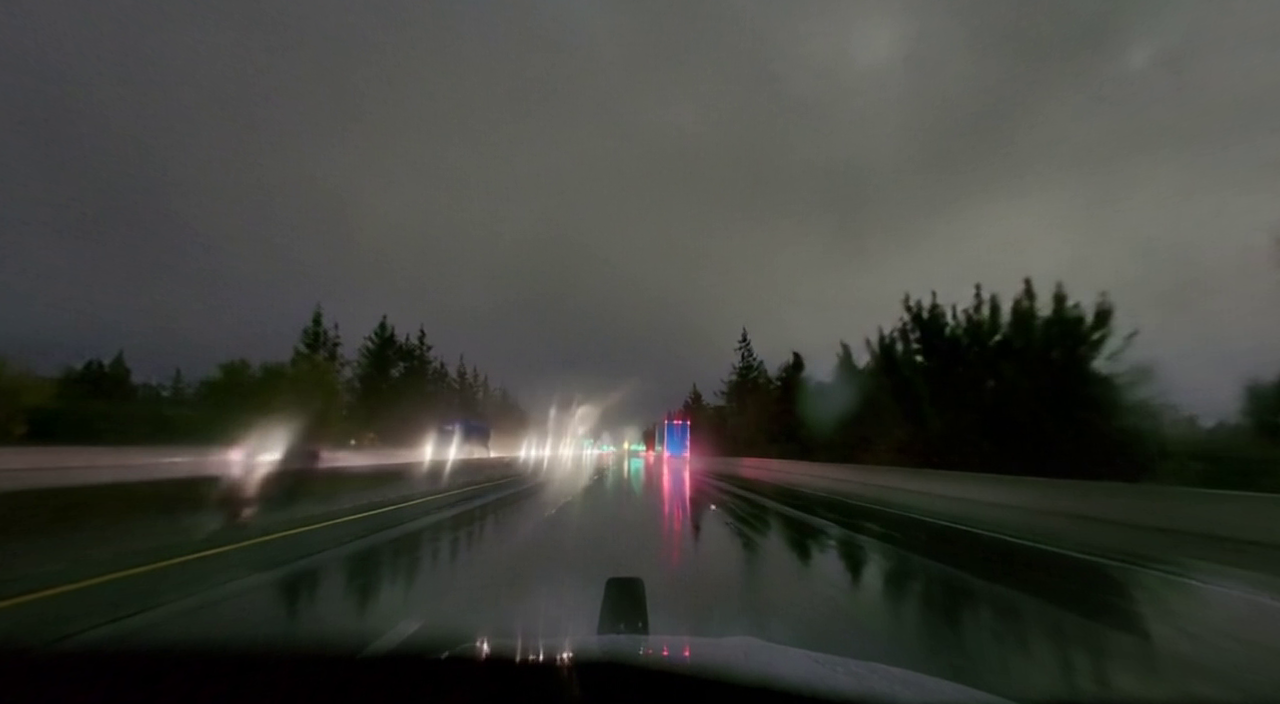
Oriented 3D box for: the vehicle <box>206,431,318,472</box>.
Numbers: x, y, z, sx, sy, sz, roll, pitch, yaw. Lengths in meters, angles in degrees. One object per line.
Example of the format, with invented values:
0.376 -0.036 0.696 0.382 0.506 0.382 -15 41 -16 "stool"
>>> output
-15.366 4.094 25.937 1.893 1.506 4.359 0 -9 -1 "vehicle"
